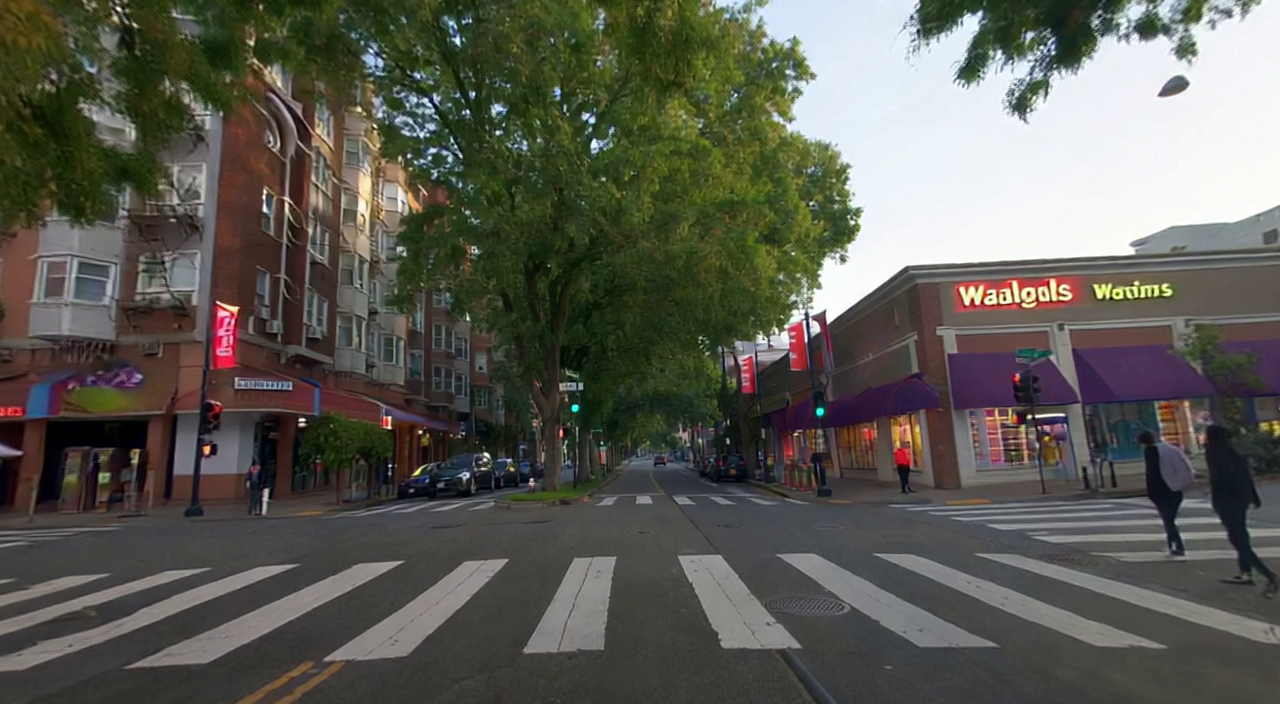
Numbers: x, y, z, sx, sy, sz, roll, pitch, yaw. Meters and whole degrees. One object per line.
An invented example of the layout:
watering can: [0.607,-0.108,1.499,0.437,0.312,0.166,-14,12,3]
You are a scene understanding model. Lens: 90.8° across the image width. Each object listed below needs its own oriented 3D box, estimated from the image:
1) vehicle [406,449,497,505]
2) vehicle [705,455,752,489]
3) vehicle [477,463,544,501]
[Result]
vehicle: [-8.821,5.866,30.314,2.489,2.323,5.843,0,-8,1]
vehicle: [5.194,7.103,37.712,2.010,1.844,4.386,0,-8,-2]
vehicle: [-5.751,5.829,28.618,1.983,1.438,4.559,0,-8,1]
